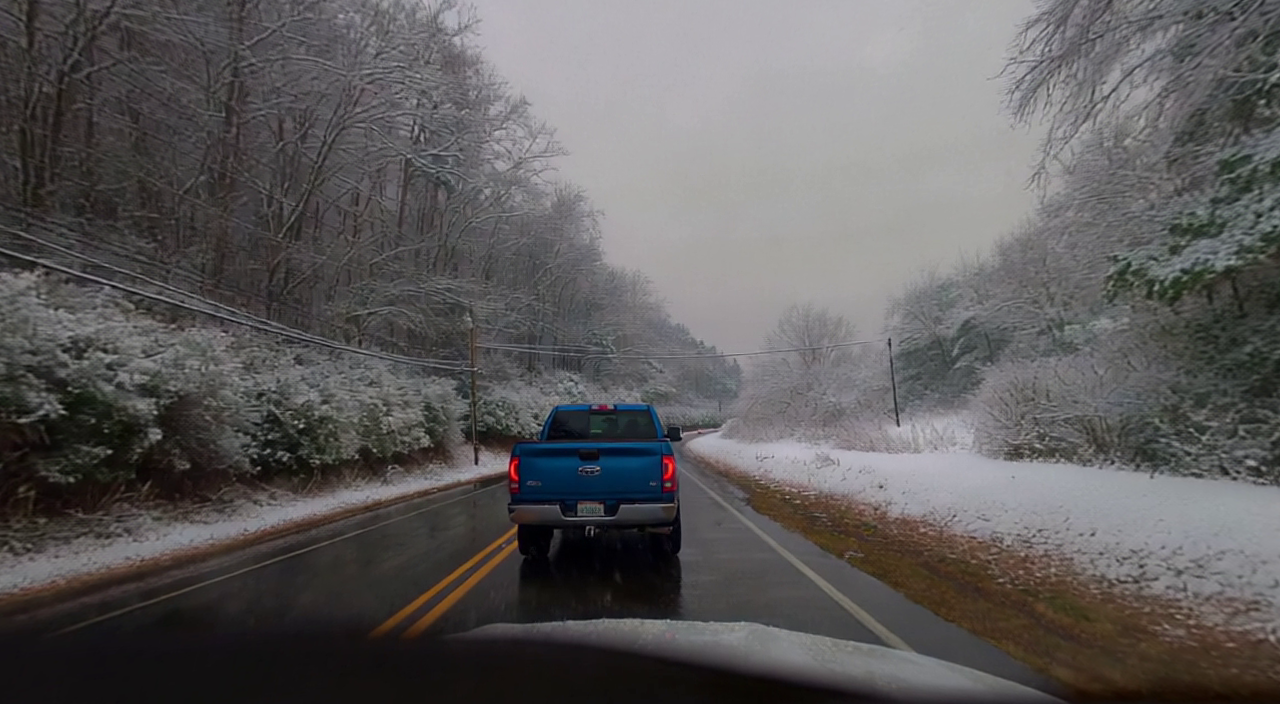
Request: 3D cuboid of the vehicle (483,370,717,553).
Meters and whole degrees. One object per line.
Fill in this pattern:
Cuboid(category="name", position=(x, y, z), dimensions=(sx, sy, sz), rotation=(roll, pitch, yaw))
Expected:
Cuboid(category="vehicle", position=(-0.527, 1.763, 10.727), dimensions=(2.837, 2.223, 5.885), rotation=(0, -8, -1))
